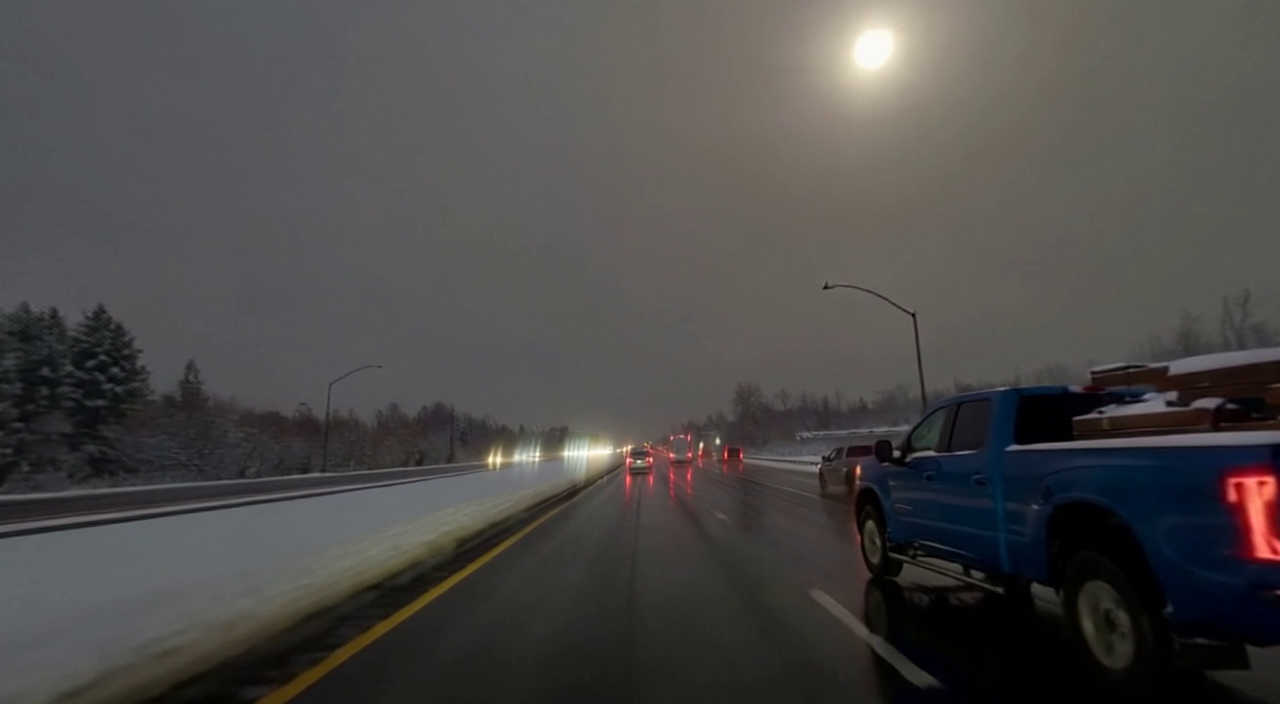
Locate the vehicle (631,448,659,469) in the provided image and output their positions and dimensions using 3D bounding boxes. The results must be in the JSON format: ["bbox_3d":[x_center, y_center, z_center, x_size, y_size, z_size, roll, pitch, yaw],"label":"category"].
[{"bbox_3d":[0.349,8.098,48.077,2.030,1.473,3.926,0,-9,0],"label":"vehicle"}]

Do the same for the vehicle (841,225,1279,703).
[{"bbox_3d":[3.546,0.917,4.493,2.354,2.079,5.586,0,-9,0],"label":"vehicle"}]
